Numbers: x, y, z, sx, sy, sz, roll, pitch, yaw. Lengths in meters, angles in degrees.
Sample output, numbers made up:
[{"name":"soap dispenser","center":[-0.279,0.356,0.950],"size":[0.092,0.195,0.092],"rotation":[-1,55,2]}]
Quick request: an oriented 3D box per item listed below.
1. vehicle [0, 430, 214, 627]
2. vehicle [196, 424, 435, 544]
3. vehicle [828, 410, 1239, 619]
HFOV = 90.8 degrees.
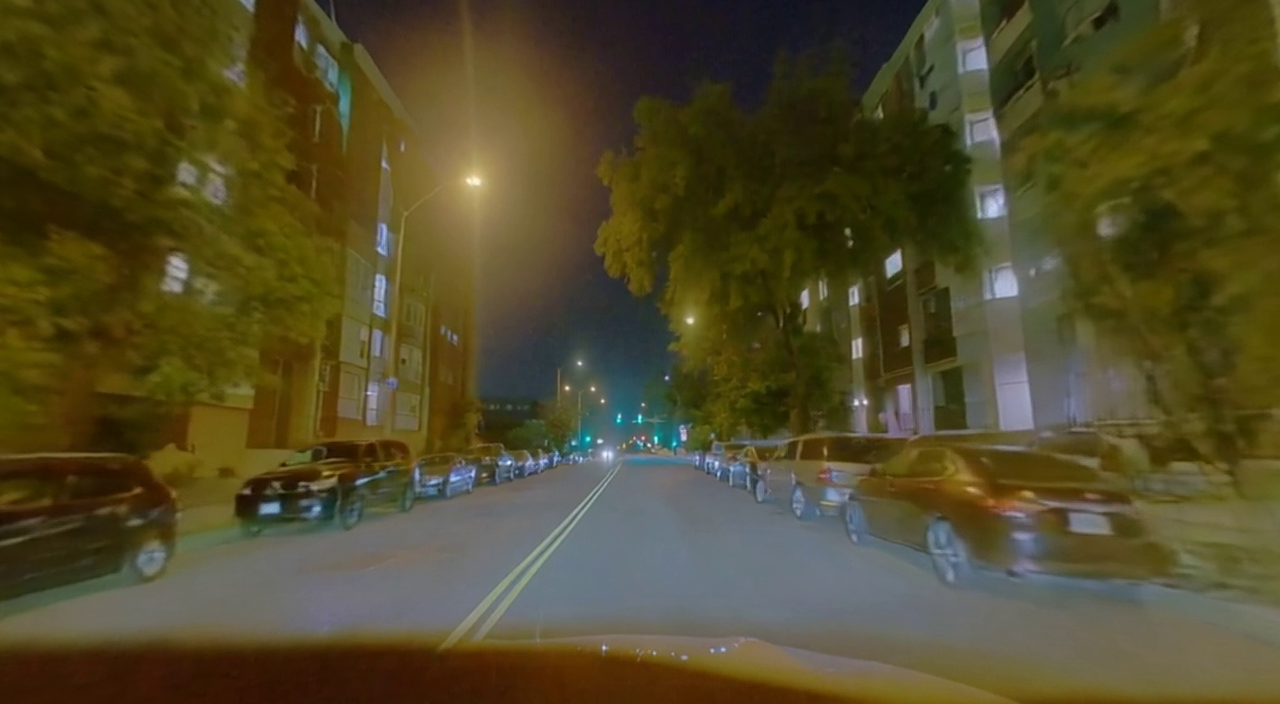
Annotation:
[{"name":"vehicle","center":[-6.234,1.617,5.690],"size":[1.763,1.612,4.462],"rotation":[-6,-8,-1]},{"name":"vehicle","center":[-6.103,2.492,12.774],"size":[2.175,1.849,4.725],"rotation":[-3,-8,3]},{"name":"vehicle","center":[3.856,1.654,7.471],"size":[1.924,1.657,4.665],"rotation":[0,-8,1]}]
